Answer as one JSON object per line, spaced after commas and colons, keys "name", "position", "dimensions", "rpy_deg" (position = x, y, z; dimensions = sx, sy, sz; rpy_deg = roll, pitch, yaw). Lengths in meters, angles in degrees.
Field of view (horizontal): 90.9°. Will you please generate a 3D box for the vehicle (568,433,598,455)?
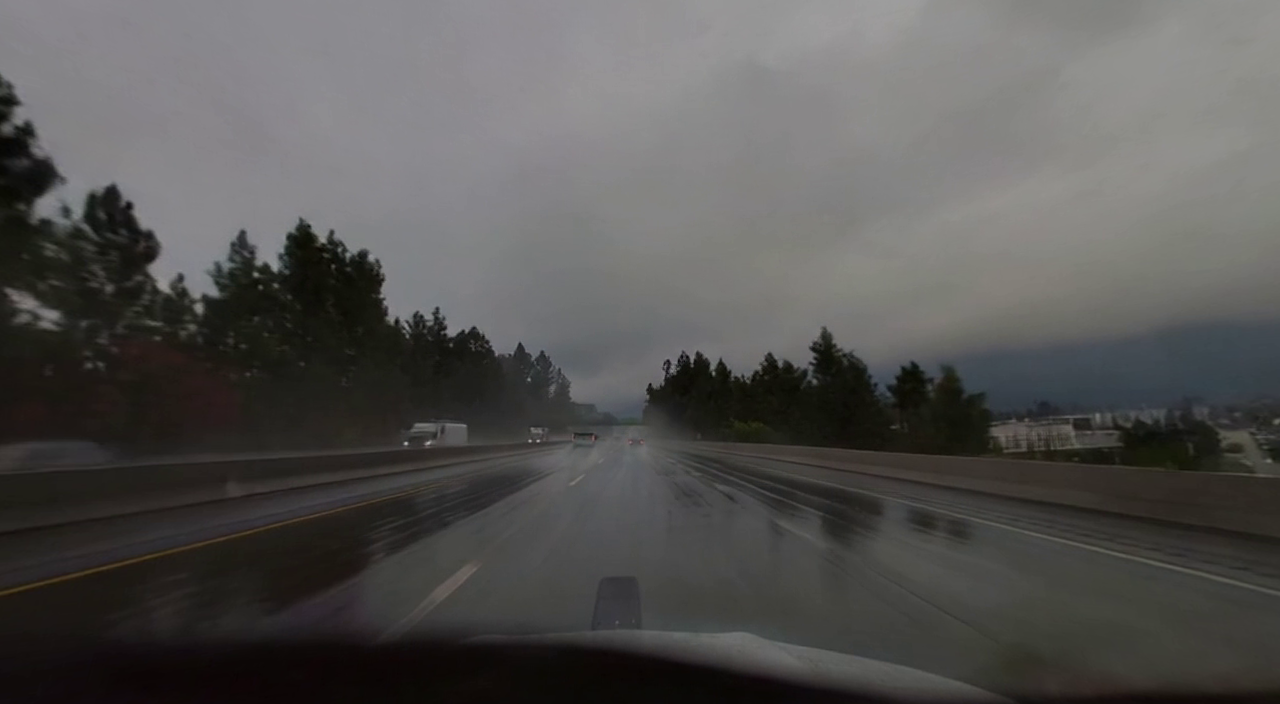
{"name": "vehicle", "position": [-4.506, 7.286, 49.990], "dimensions": [2.003, 1.626, 4.256], "rpy_deg": [0, -8, 0]}
